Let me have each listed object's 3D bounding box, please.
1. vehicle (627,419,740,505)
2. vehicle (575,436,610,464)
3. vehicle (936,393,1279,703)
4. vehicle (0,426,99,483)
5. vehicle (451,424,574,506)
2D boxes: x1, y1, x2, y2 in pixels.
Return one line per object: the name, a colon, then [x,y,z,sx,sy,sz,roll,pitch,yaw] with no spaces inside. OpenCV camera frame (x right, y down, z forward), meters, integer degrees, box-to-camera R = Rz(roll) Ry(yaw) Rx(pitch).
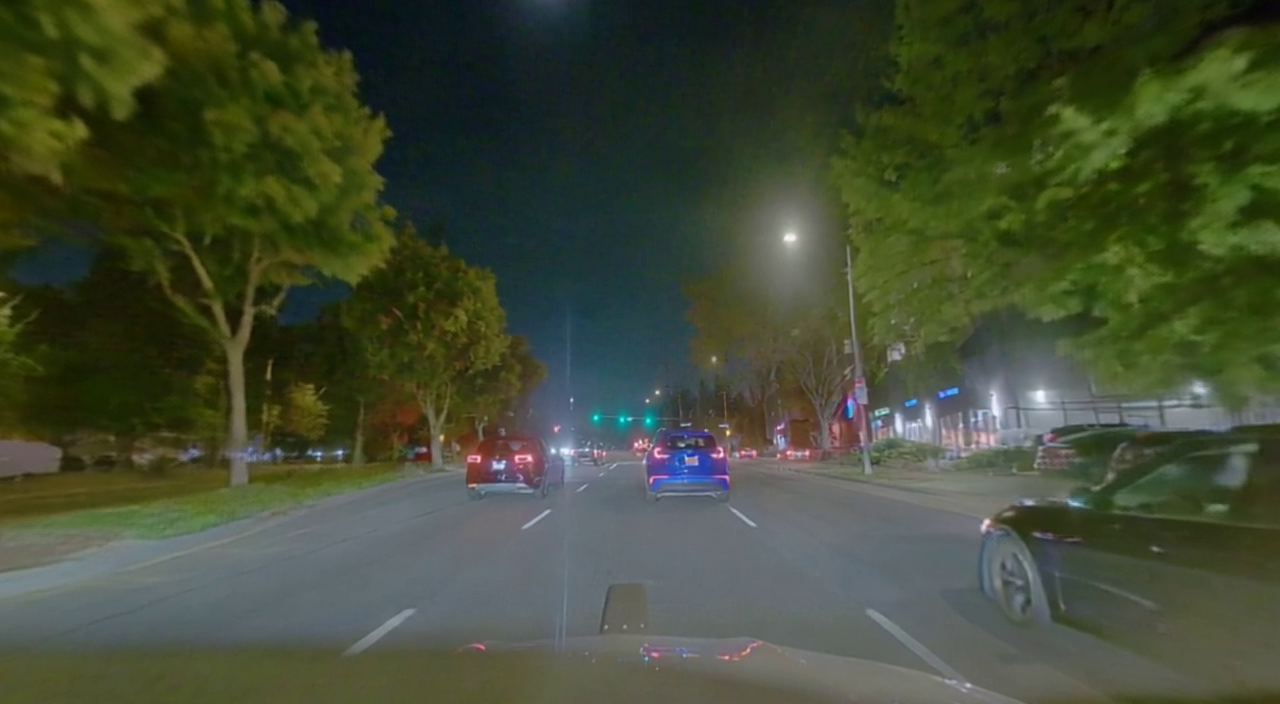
vehicle: [0.858,2.598,15.247,2.280,1.747,4.361,0,-8,-2]
vehicle: [-3.136,6.643,42.787,2.014,1.755,4.360,0,-8,0]
vehicle: [3.576,0.998,3.080,2.017,1.491,4.611,0,-8,0]
vehicle: [-40.220,6.530,40.158,7.956,3.489,2.844,3,-9,-22]
vehicle: [-2.900,2.696,15.512,2.043,1.687,4.676,0,-8,0]
